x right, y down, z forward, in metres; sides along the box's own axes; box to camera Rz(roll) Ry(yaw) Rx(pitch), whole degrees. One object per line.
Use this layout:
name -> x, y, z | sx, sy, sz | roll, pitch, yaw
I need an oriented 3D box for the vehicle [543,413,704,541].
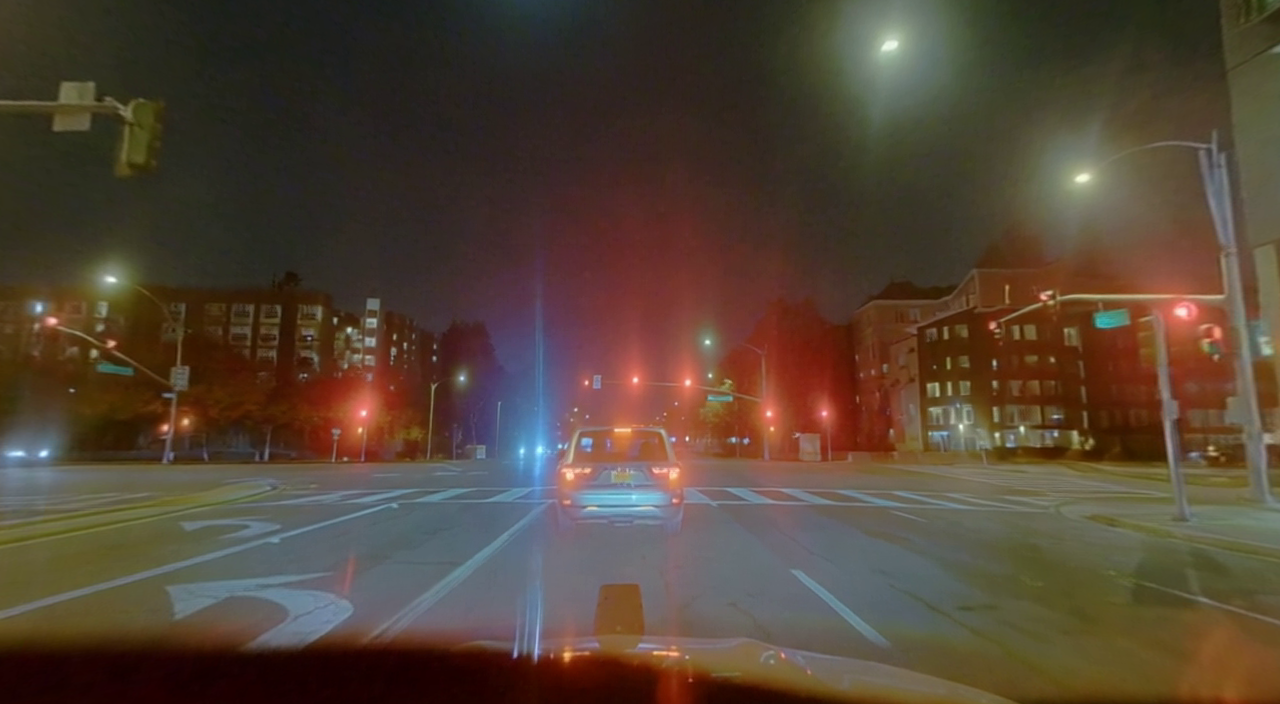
vehicle -> -0.253, 1.898, 10.146 | 2.066, 1.618, 3.922 | 0, -8, -1
